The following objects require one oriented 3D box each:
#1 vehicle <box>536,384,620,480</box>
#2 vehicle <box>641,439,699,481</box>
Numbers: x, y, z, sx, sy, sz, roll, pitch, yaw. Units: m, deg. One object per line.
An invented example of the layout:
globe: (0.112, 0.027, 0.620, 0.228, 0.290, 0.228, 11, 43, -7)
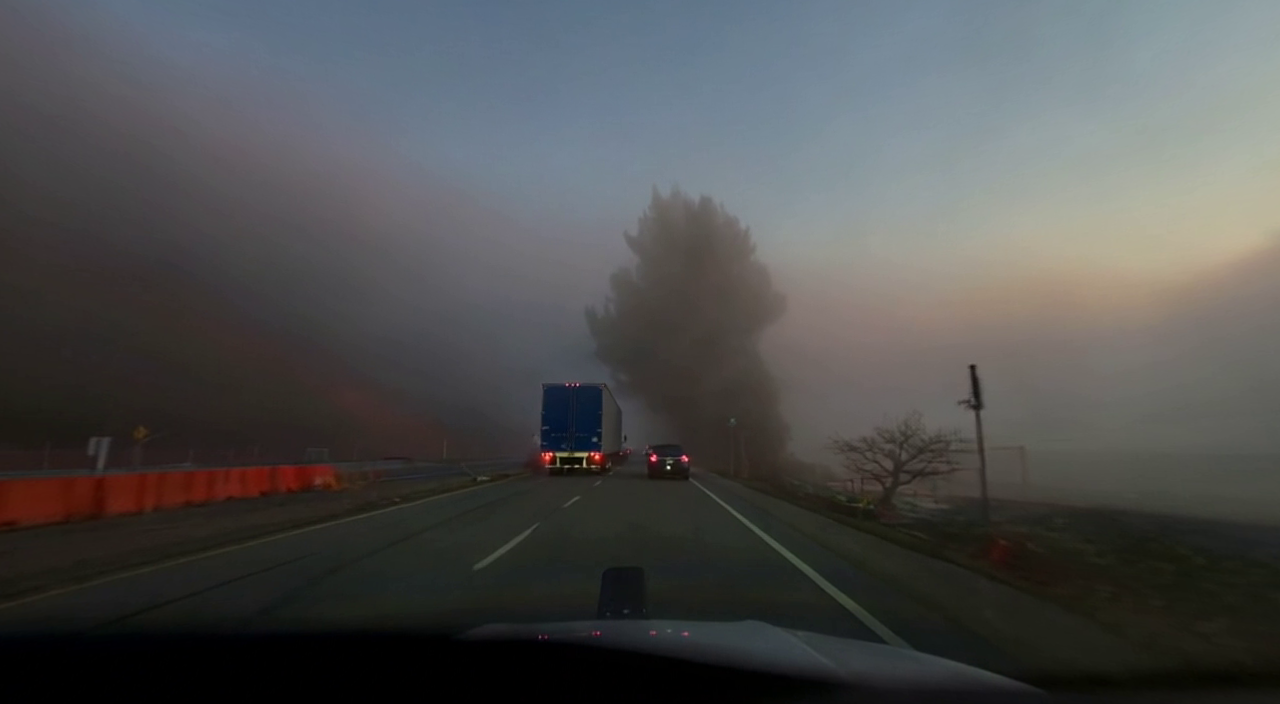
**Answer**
vehicle: (-2.881, 4.552, 34.926, 2.906, 4.115, 15.715, 0, -8, 1)
vehicle: (1.210, 4.642, 27.391, 2.304, 1.675, 4.462, 0, -8, 0)
